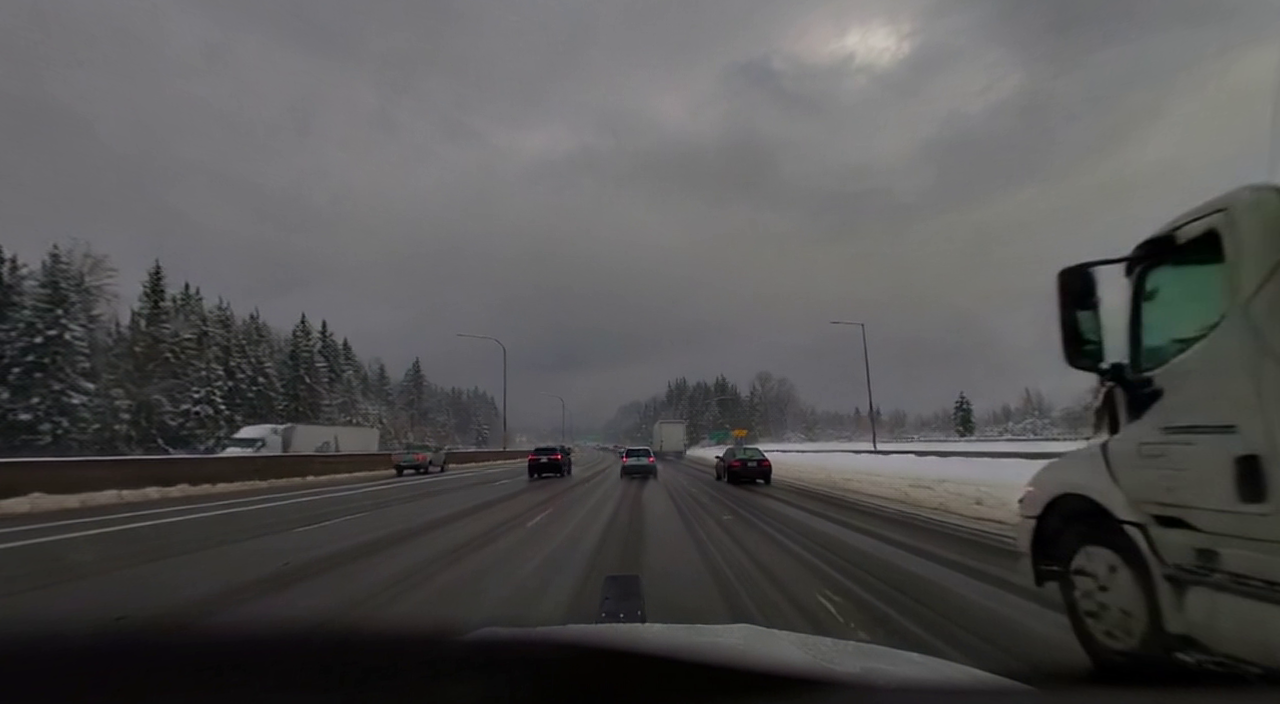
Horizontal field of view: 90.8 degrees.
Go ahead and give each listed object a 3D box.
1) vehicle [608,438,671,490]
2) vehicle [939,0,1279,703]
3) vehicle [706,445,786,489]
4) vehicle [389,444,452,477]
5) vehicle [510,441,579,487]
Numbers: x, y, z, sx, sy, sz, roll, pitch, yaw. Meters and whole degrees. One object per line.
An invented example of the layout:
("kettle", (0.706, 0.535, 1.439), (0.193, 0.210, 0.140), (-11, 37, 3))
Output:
("vehicle", (-0.001, 4.103, 23.403), (2.103, 1.717, 4.399), (0, -9, 0))
("vehicle", (3.766, -0.325, 0.177), (2.836, 3.508, 8.723), (0, -9, -1))
("vehicle", (3.886, 4.309, 24.081), (2.146, 1.482, 4.665), (0, -9, -1))
("vehicle", (-12.718, 6.288, 36.841), (1.946, 1.773, 4.446), (0, -9, 2))
("vehicle", (-3.765, 4.520, 25.838), (1.988, 1.696, 4.754), (0, -9, 1))
